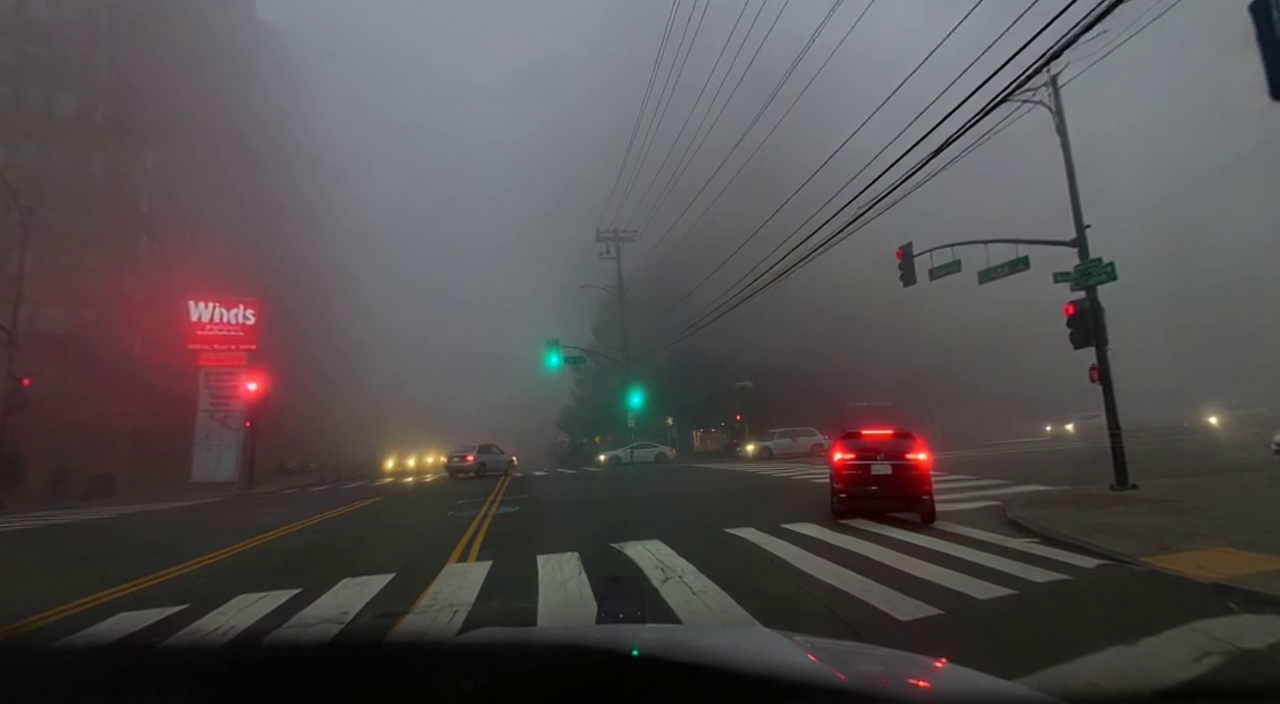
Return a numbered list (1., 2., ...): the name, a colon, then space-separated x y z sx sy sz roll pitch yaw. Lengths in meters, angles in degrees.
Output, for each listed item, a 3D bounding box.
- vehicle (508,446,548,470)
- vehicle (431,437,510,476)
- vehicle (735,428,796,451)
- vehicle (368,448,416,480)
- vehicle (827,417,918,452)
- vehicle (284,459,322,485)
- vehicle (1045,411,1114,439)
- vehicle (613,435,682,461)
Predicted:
1. vehicle: -8.545 8.011 47.917 1.968 1.675 4.177 4 -9 -25
2. vehicle: -7.426 4.629 28.130 2.166 1.579 4.300 -1 -8 2
3. vehicle: 8.292 5.858 42.081 1.866 1.430 3.901 5 -10 -30
4. vehicle: -12.537 5.625 32.113 2.036 1.443 4.429 3 -9 -20
5. vehicle: 12.466 4.440 33.789 4.474 1.788 2.039 4 -10 -28
6. vehicle: -22.809 8.055 42.671 1.944 1.520 4.512 5 -10 -30
7. vehicle: 34.200 5.664 49.165 5.209 1.774 2.210 -1 -5 -30
8. vehicle: 0.501 6.675 43.933 4.506 1.733 1.857 2 -9 -16
